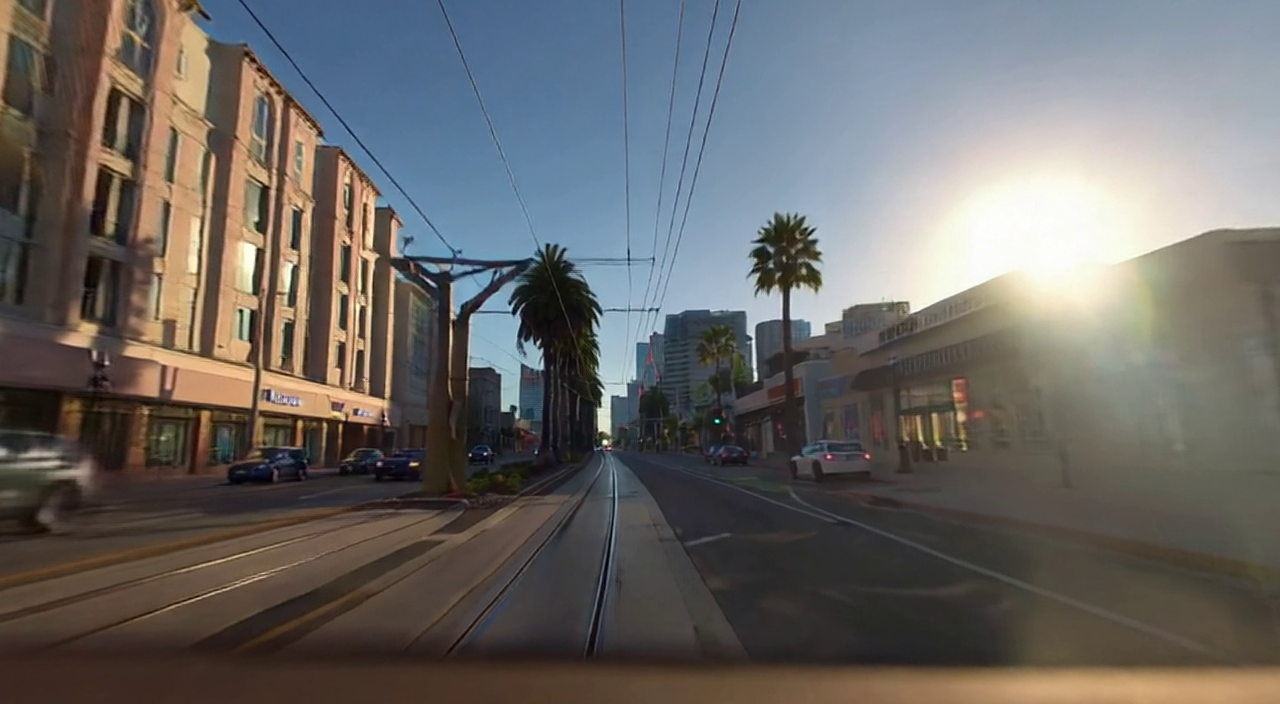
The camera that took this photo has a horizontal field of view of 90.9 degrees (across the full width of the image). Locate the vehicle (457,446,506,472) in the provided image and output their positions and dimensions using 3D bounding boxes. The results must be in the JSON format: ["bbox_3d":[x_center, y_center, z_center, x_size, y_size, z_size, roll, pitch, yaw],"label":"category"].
[{"bbox_3d":[-9.873,6.681,39.566,2.046,1.475,4.426,0,-8,-2],"label":"vehicle"}]

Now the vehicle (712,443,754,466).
[{"bbox_3d":[6.442,7.183,44.206,1.816,1.488,4.102,1,-9,-7],"label":"vehicle"}]

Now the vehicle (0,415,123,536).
[{"bbox_3d":[-11.173,1.948,9.921,2.127,1.892,4.655,0,-8,-1],"label":"vehicle"}]

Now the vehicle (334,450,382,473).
[{"bbox_3d":[-18.706,7.234,41.869,1.819,1.450,3.003,0,-8,-1],"label":"vehicle"}]

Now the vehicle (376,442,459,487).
[{"bbox_3d":[-8.688,4.398,24.983,2.013,1.590,4.241,0,-8,-4],"label":"vehicle"}]

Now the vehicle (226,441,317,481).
[{"bbox_3d":[-18.235,5.396,31.450,1.974,1.808,4.373,0,-8,-2],"label":"vehicle"}]

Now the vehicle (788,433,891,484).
[{"bbox_3d":[7.322,3.953,23.737,1.995,1.677,4.863,0,-8,-4],"label":"vehicle"}]
